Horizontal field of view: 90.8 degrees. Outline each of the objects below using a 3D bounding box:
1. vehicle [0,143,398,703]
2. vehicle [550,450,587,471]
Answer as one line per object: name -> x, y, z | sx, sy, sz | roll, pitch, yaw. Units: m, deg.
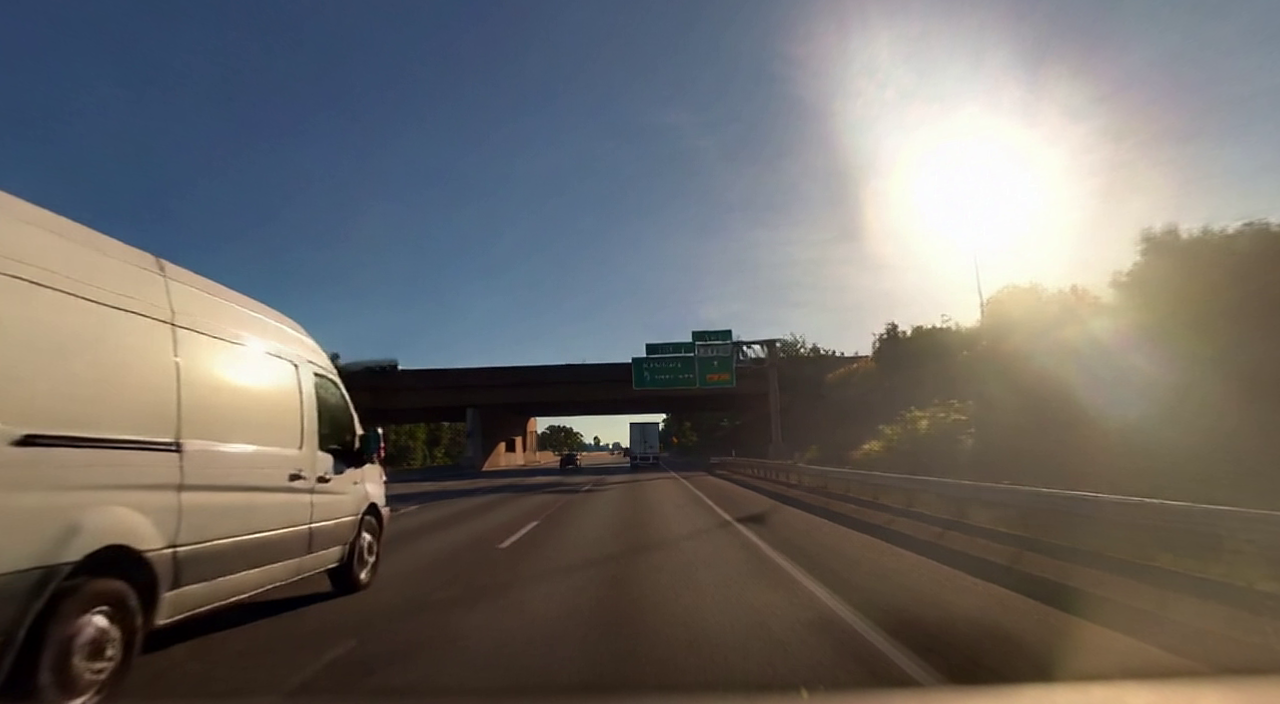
vehicle -> -3.914, 0.683, 3.810 | 2.504, 2.694, 5.934 | 0, -9, 0
vehicle -> -5.189, 7.956, 46.477 | 1.953, 1.452, 4.711 | -1, -9, 3
